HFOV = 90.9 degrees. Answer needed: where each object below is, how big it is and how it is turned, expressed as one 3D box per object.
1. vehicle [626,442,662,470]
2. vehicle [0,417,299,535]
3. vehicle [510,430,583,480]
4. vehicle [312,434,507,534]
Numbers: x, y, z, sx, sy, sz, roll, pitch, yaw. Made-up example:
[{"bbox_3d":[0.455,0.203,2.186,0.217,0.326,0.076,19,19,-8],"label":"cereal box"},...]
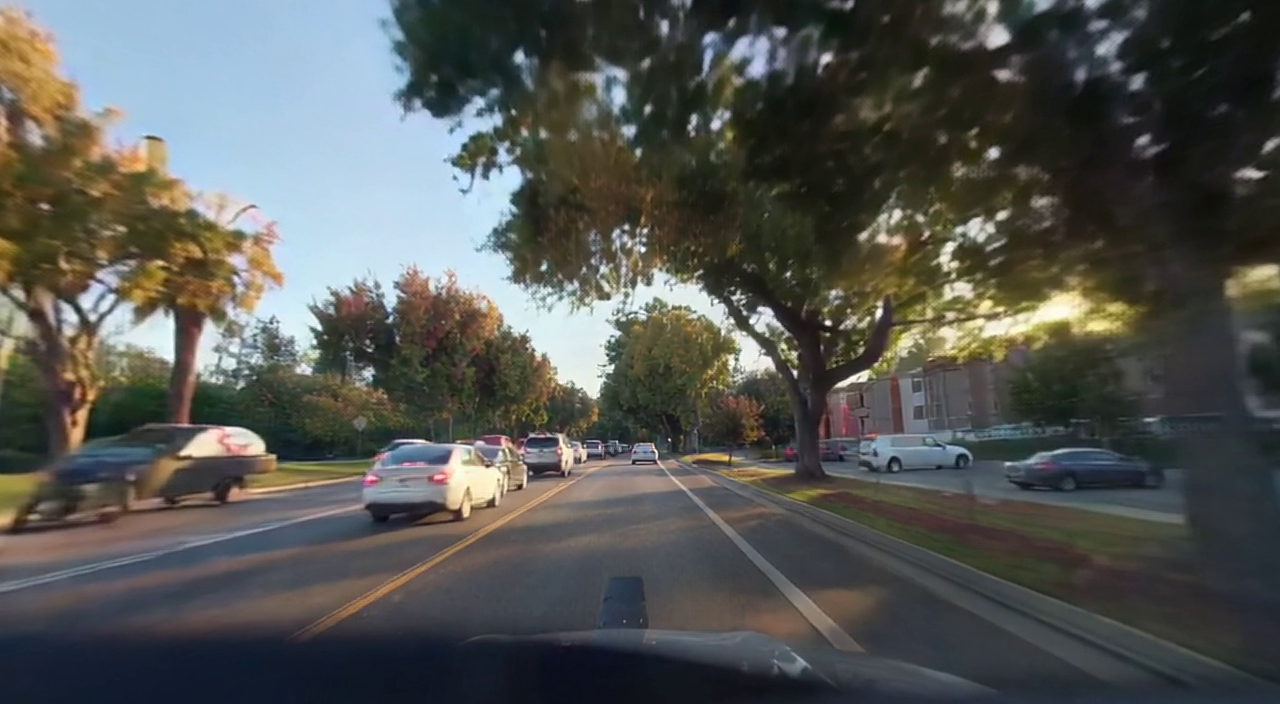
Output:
[{"bbox_3d":[0.223,5.729,34.942,1.875,1.453,3.888,0,-8,0],"label":"vehicle"},{"bbox_3d":[-8.180,2.057,11.065,1.921,1.643,4.348,0,-8,1],"label":"vehicle"},{"bbox_3d":[-3.760,4.236,26.326,2.242,1.852,5.201,0,-8,0],"label":"vehicle"},{"bbox_3d":[-3.932,2.308,11.702,1.952,1.471,4.334,0,-8,0],"label":"vehicle"}]
